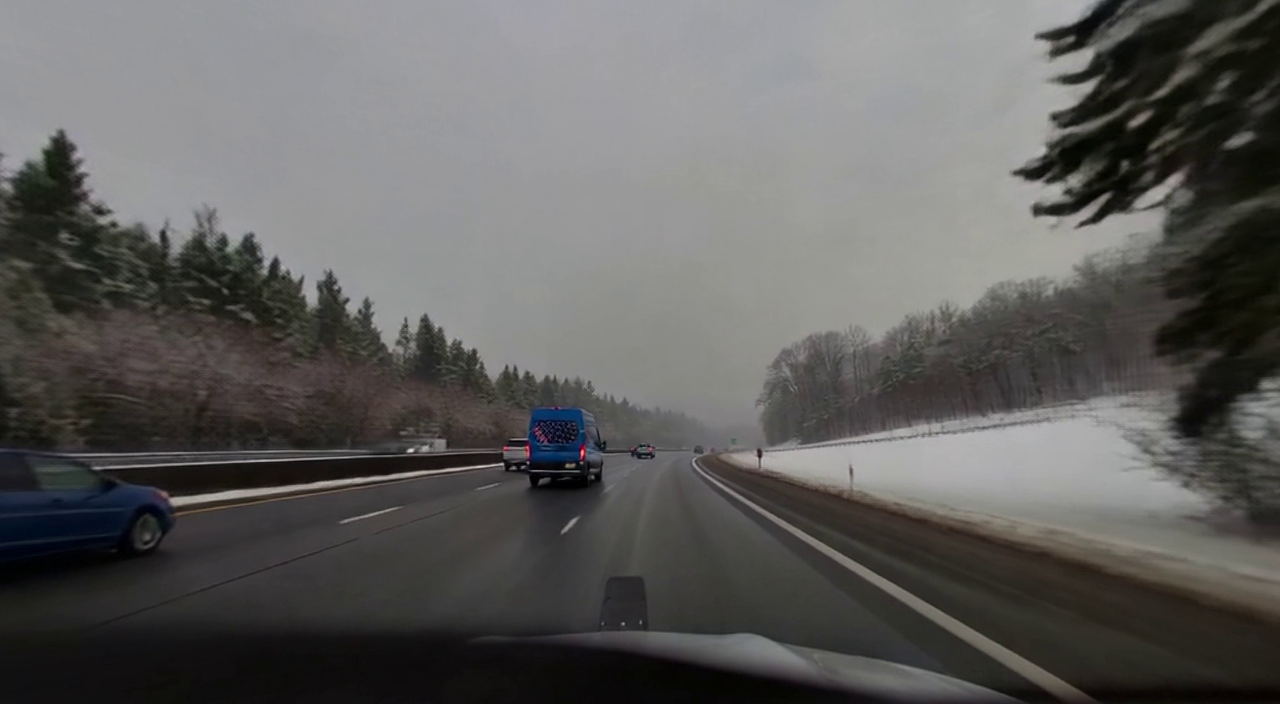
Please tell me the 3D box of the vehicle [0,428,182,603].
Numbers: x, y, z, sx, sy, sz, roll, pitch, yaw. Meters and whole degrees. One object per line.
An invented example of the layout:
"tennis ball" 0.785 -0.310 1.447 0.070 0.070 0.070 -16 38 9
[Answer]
"vehicle" -6.280 1.320 4.981 1.947 1.438 4.440 0 -8 1

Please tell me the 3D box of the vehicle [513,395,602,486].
"vehicle" -2.829 3.261 23.138 2.319 2.883 5.632 0 -8 2
